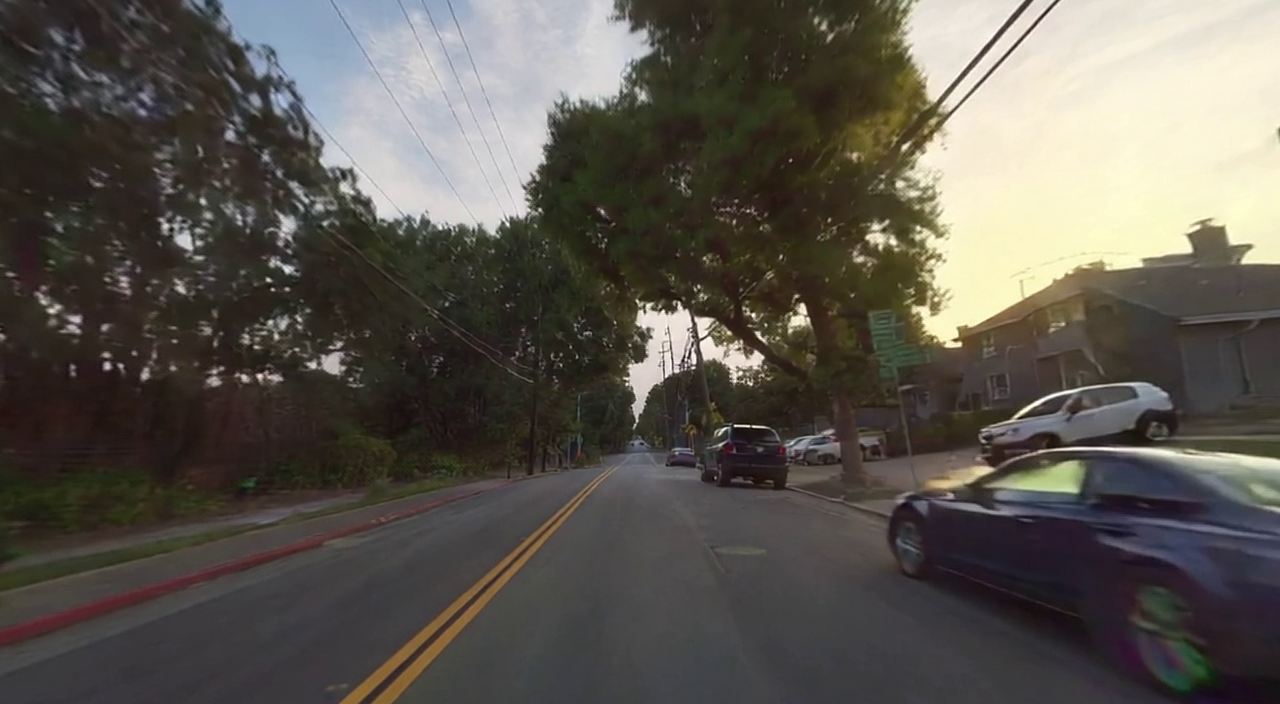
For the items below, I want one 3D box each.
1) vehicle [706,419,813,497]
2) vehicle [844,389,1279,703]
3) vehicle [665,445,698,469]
[{"bbox_3d":[3.203,2.997,18.210,2.020,1.900,5.202,0,-9,0],"label":"vehicle"},{"bbox_3d":[3.306,1.202,4.516,1.903,1.470,4.915,0,-9,-2],"label":"vehicle"},{"bbox_3d":[3.081,7.892,47.529,2.068,1.675,4.013,0,-9,-2],"label":"vehicle"}]
